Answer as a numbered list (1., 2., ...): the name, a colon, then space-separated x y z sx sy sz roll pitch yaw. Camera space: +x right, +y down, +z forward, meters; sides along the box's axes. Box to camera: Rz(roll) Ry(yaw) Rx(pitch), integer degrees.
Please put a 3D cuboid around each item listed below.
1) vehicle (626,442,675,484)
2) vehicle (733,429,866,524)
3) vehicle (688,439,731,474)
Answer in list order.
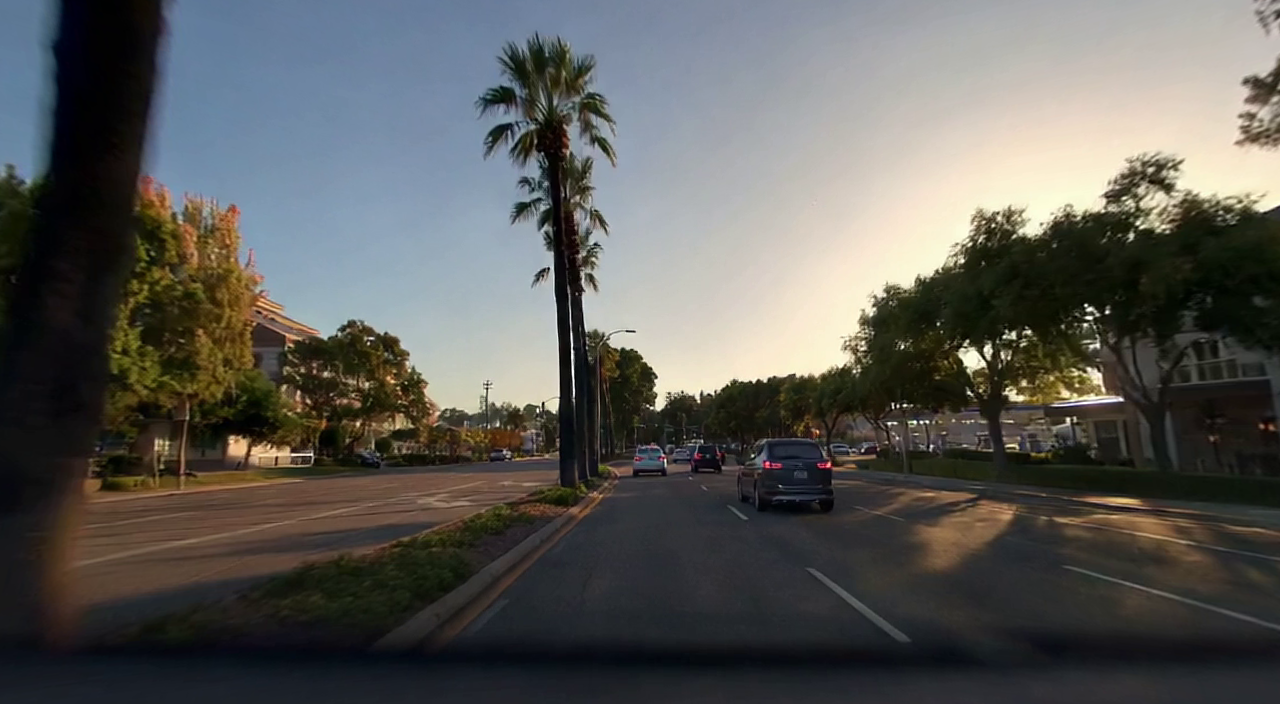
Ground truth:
1. vehicle: 0.444 4.786 27.461 1.991 1.664 3.814 0 -8 0
2. vehicle: 3.285 2.621 13.818 1.872 1.752 3.896 0 -8 0
3. vehicle: 4.227 6.431 39.032 2.154 1.975 4.634 0 -8 0
